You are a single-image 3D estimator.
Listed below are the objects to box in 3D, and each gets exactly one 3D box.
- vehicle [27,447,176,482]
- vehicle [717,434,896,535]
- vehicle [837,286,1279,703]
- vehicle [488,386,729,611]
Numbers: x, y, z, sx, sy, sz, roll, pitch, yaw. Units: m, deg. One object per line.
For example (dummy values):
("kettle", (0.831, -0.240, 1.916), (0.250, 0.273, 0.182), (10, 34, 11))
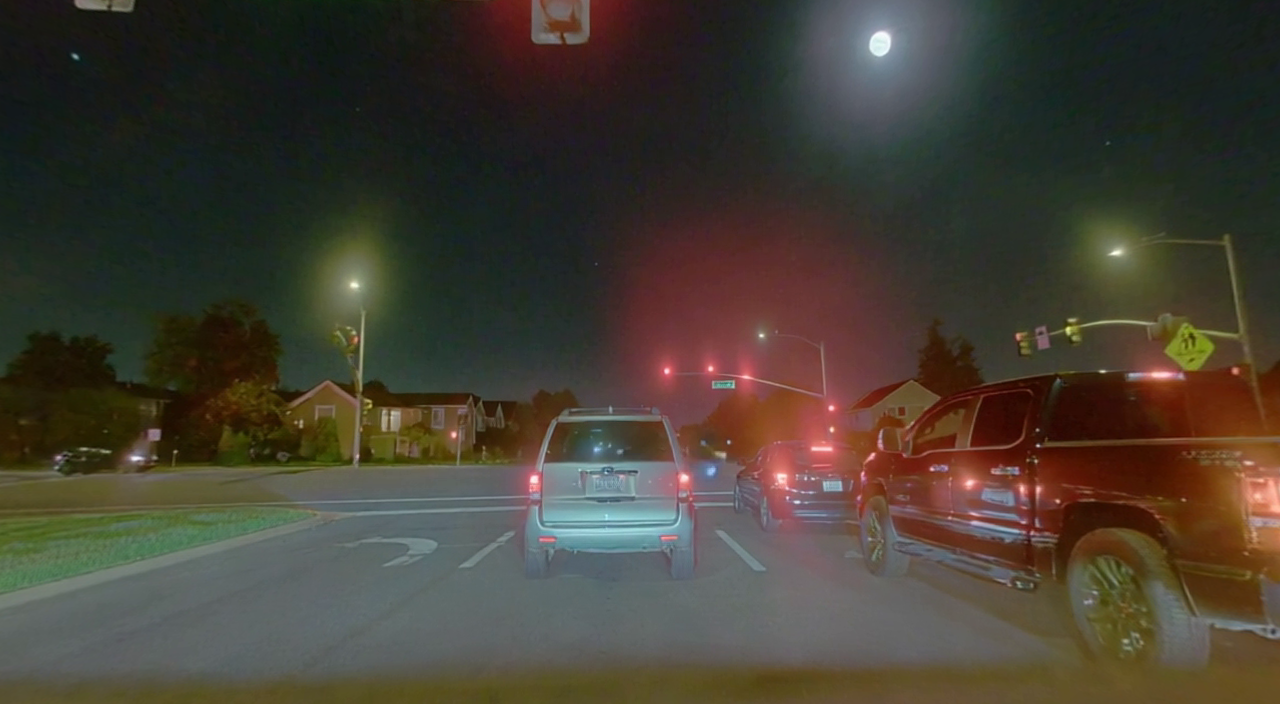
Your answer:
("vehicle", (-22.923, 4.783, 27.059), (4.533, 1.350, 1.714), (0, -8, -9))
("vehicle", (2.716, 2.266, 11.528), (1.952, 1.465, 4.421), (0, -8, -1))
("vehicle", (2.978, 0.977, 3.796), (1.886, 1.849, 5.070), (0, -8, -1))
("vehicle", (-0.256, 1.408, 6.805), (1.915, 1.780, 3.379), (0, -8, 0))
